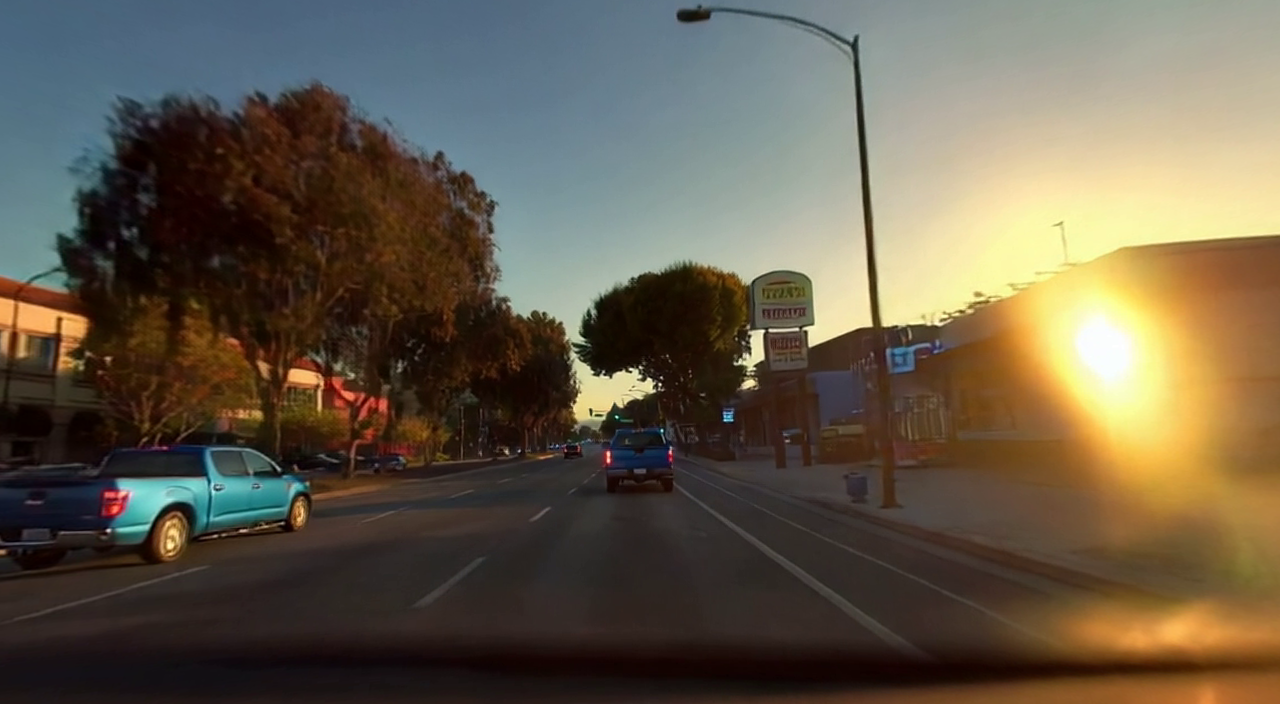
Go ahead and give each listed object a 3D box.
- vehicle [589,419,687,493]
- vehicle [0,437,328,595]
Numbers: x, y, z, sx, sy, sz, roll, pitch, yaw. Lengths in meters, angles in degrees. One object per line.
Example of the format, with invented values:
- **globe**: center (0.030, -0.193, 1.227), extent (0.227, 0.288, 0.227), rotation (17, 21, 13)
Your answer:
- **vehicle**: center (-0.144, 3.179, 19.663), extent (2.590, 1.932, 5.776), rotation (0, -8, -2)
- **vehicle**: center (-6.092, 1.841, 8.103), extent (1.888, 1.424, 4.553), rotation (0, -8, 0)
